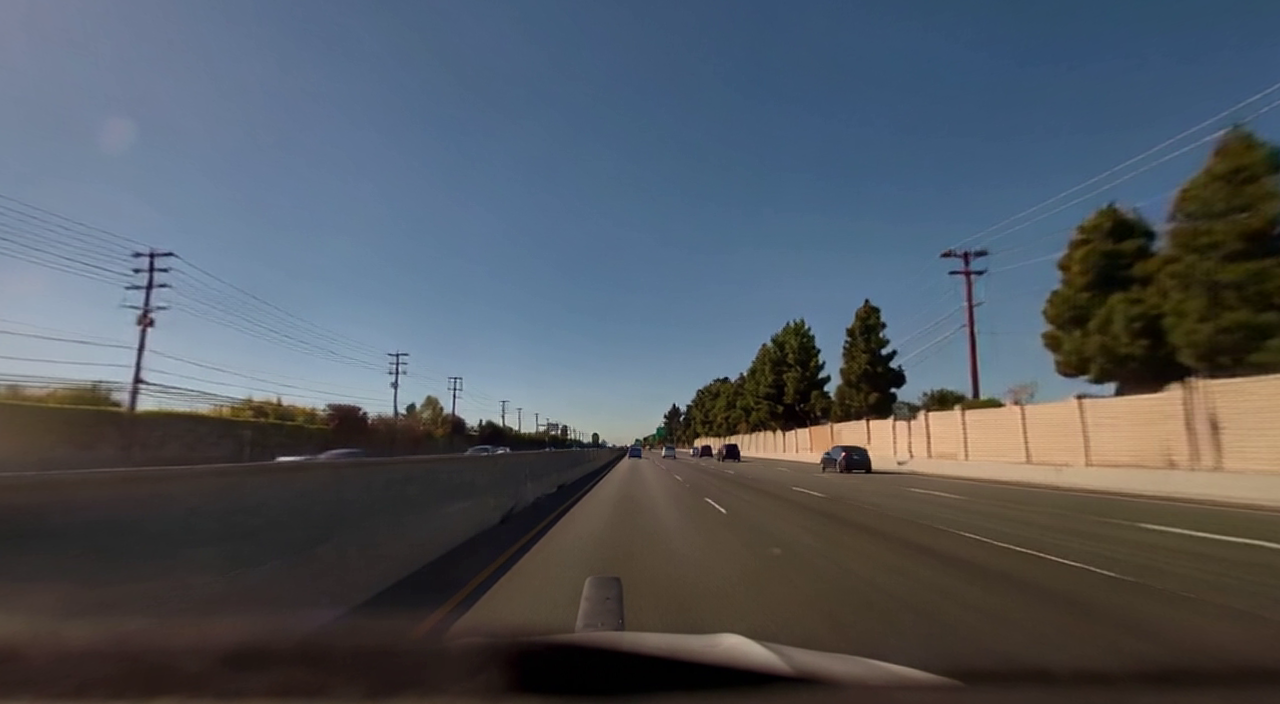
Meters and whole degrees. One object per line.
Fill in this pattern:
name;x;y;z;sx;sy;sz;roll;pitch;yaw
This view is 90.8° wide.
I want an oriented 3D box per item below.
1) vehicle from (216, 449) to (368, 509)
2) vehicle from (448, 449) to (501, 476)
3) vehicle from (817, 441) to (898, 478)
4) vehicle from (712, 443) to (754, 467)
vehicle;-9.880;3.600;18.456;1.896;1.499;4.497;0;-8;0
vehicle;-10.140;6.771;39.044;1.989;1.498;4.593;0;-9;0
vehicle;9.622;4.777;28.350;1.969;1.506;4.422;0;-8;-2
vehicle;6.336;7.090;43.648;2.069;1.520;4.614;0;-8;-1
